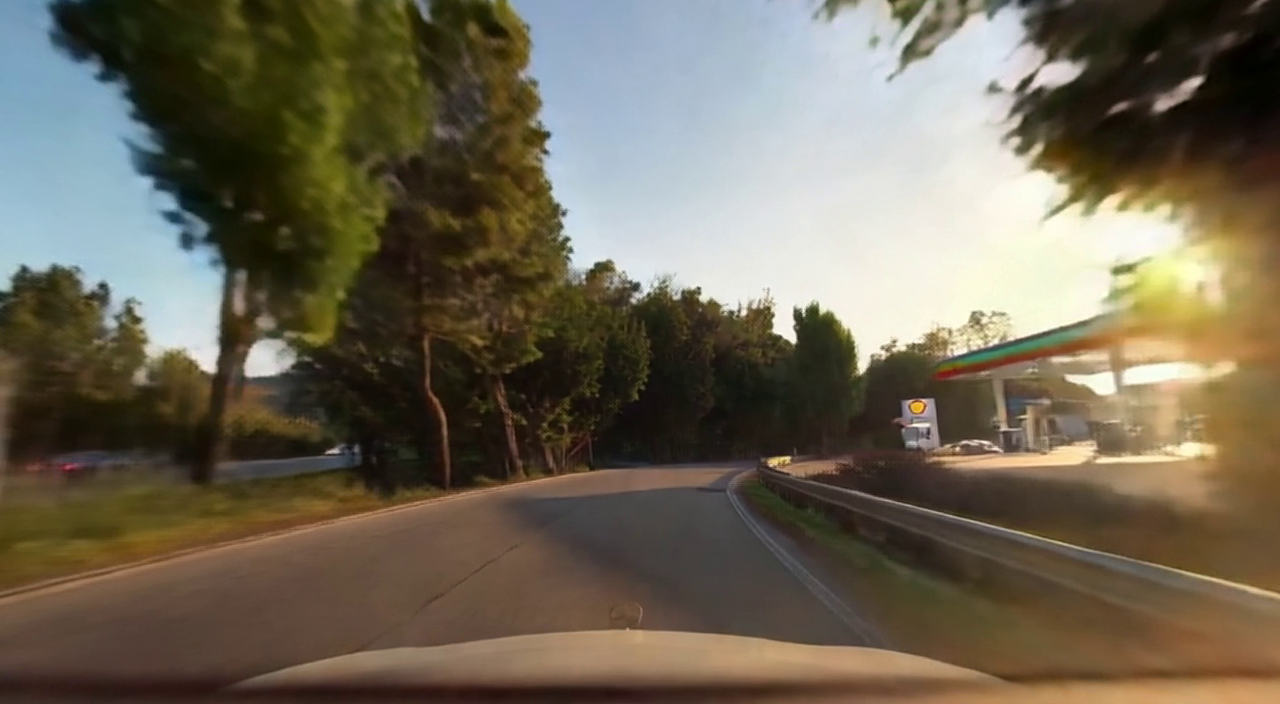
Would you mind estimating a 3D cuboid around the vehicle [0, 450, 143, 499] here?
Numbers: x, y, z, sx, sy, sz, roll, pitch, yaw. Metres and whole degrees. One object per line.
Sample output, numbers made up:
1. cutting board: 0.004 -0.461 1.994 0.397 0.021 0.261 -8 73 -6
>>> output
1. vehicle: -20.306 4.317 22.612 2.015 1.517 4.991 2 -10 -16
